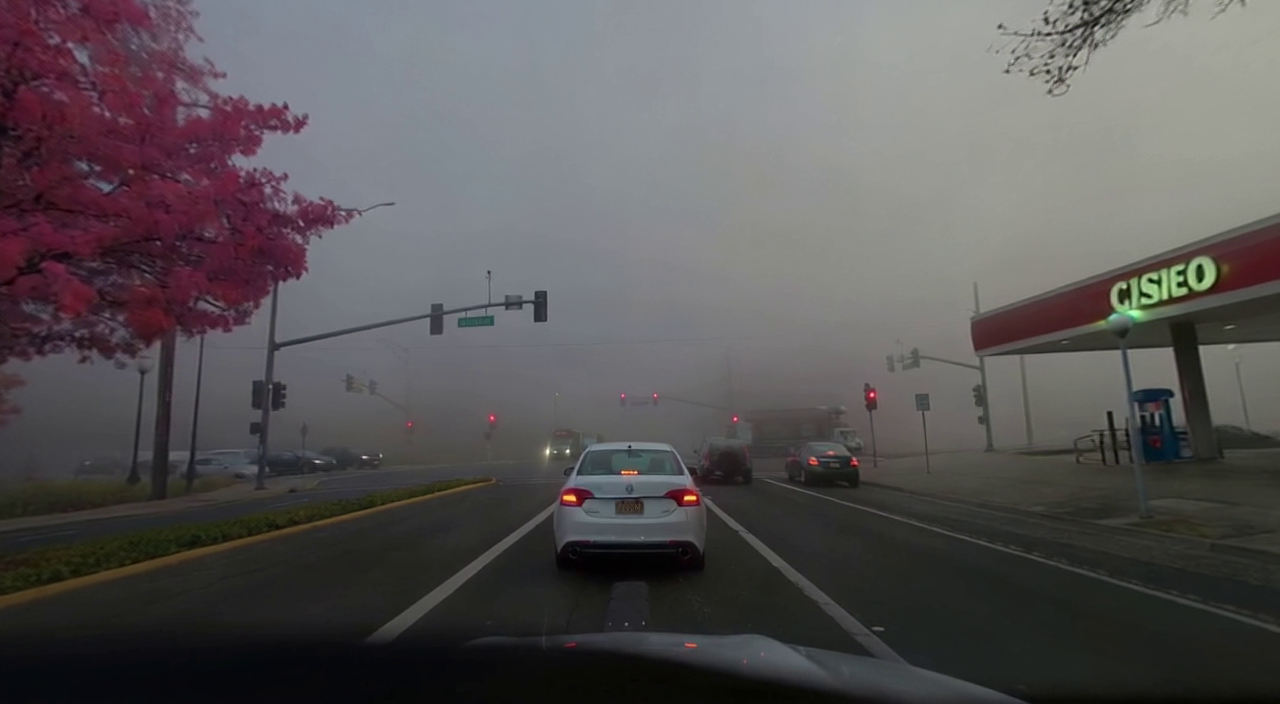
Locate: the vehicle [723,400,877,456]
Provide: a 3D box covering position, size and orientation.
[{"bbox_3d":[11.967,5.943,48.174,10.890,3.868,3.021,-6,-10,33],"label":"vehicle"}]

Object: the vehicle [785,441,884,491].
[{"bbox_3d":[6.434,3.807,21.433,1.942,1.511,4.390,0,-8,0],"label":"vehicle"}]

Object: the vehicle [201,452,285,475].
[{"bbox_3d":[-26.490,7.413,42.079,4.609,1.465,1.944,-2,-9,11],"label":"vehicle"}]

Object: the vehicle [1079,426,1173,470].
[{"bbox_3d":[18.550,3.626,23.988,4.300,1.495,2.053,8,-12,-43],"label":"vehicle"}]

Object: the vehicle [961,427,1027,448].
[{"bbox_3d":[27.440,6.679,48.931,3.968,1.572,1.740,0,-9,3],"label":"vehicle"}]

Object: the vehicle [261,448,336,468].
[{"bbox_3d":[-26.777,8.303,49.458,4.806,1.472,1.886,-1,-8,5],"label":"vehicle"}]

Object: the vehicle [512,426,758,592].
[{"bbox_3d":[-0.073,1.722,7.791,2.213,1.482,4.057,0,-8,-1],"label":"vehicle"}]
